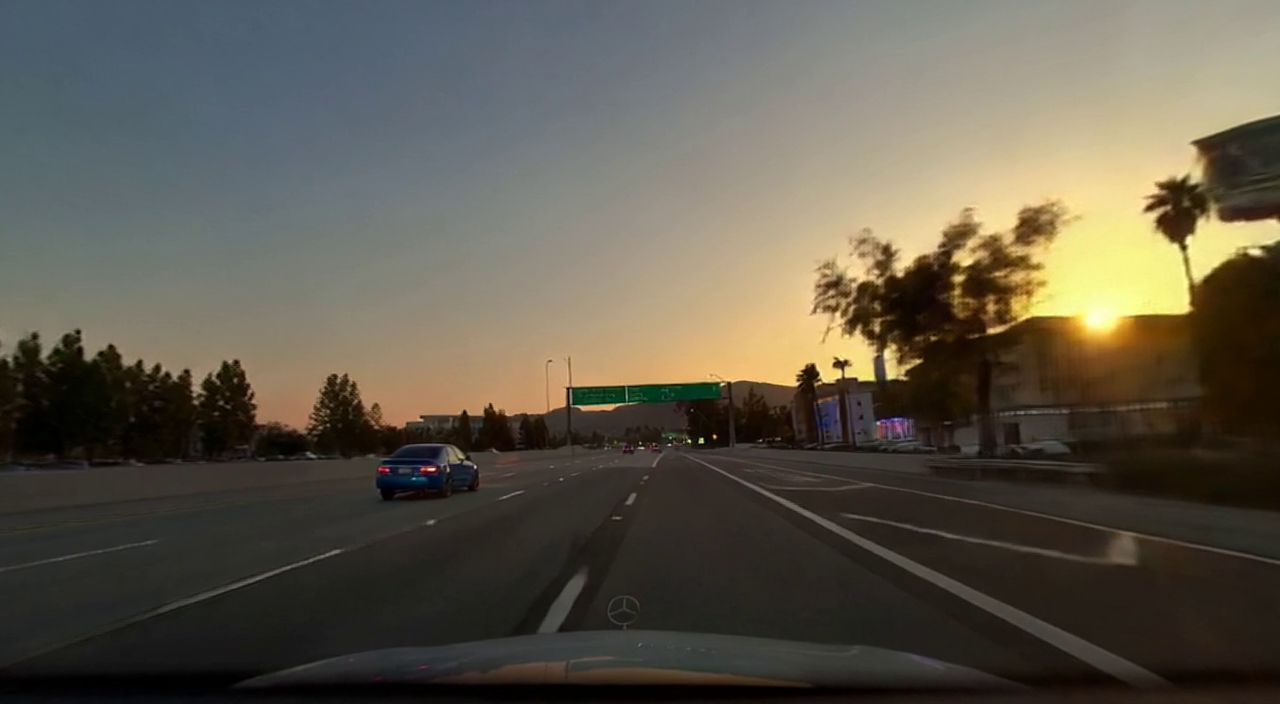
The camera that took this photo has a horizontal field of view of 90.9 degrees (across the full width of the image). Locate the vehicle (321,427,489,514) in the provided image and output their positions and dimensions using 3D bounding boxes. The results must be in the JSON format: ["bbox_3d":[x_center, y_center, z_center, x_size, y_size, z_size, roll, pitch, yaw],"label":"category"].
[{"bbox_3d":[-5.511,2.846,15.643,2.145,1.793,4.762,-1,-8,3],"label":"vehicle"}]
